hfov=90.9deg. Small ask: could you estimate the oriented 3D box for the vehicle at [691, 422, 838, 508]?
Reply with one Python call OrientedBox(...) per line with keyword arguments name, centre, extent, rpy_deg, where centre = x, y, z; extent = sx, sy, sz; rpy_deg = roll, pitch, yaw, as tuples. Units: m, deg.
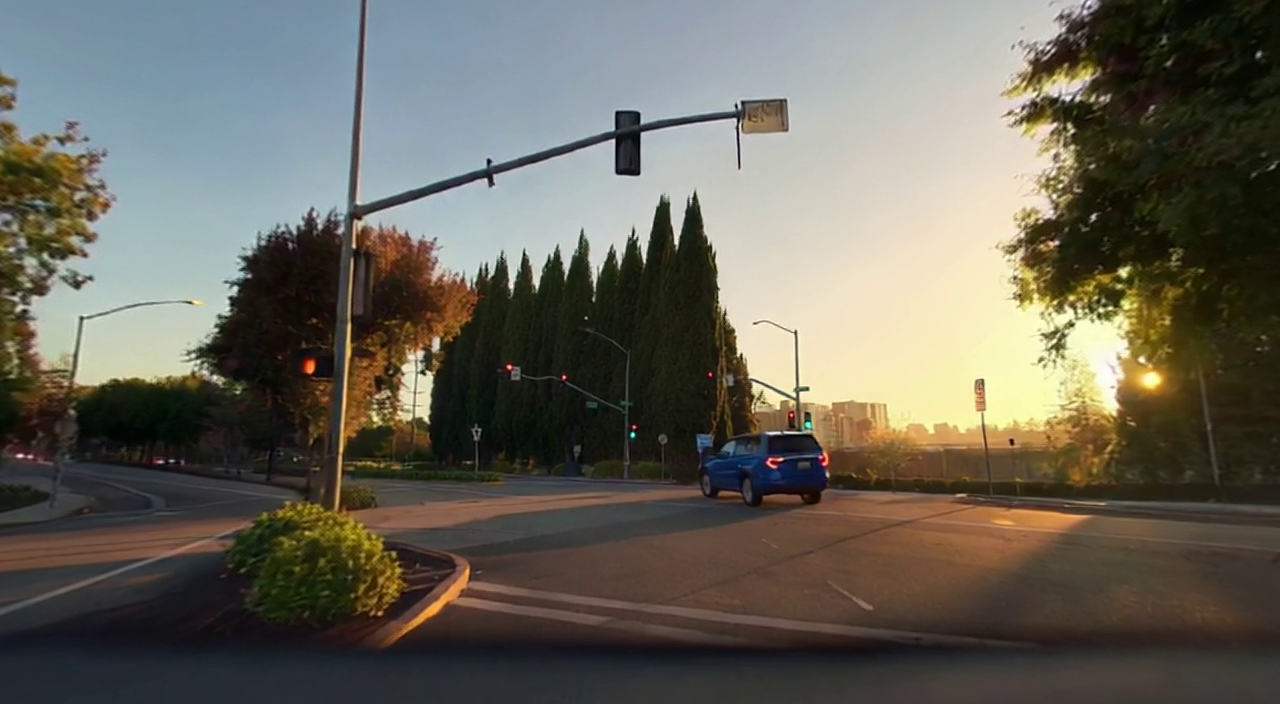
OrientedBox(name="vehicle", centre=(2.832, 2.741, 15.760), extent=(2.284, 1.788, 4.871), rpy_deg=(0, -8, -5))
